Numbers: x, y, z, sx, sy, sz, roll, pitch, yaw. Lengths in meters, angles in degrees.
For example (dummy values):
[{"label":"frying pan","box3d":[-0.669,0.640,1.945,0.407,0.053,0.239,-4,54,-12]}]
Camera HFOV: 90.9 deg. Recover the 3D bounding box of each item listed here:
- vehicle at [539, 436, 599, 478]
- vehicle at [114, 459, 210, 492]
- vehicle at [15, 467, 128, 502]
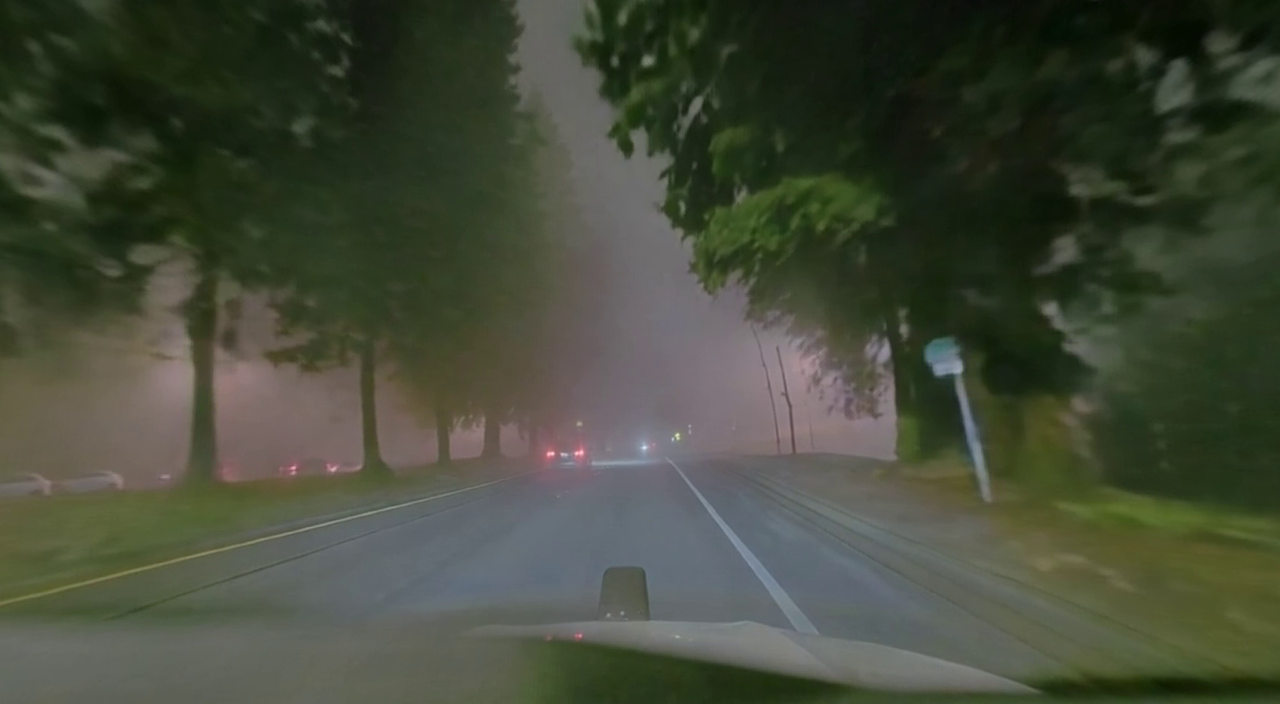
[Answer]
[{"label":"vehicle","box3d":[-3.076,4.637,28.114,2.016,1.694,4.335,0,-8,2]},{"label":"vehicle","box3d":[-29.684,7.668,39.392,1.992,1.792,4.929,0,-8,2]},{"label":"vehicle","box3d":[-29.788,6.929,33.241,1.862,1.478,4.488,-2,-8,0]}]
